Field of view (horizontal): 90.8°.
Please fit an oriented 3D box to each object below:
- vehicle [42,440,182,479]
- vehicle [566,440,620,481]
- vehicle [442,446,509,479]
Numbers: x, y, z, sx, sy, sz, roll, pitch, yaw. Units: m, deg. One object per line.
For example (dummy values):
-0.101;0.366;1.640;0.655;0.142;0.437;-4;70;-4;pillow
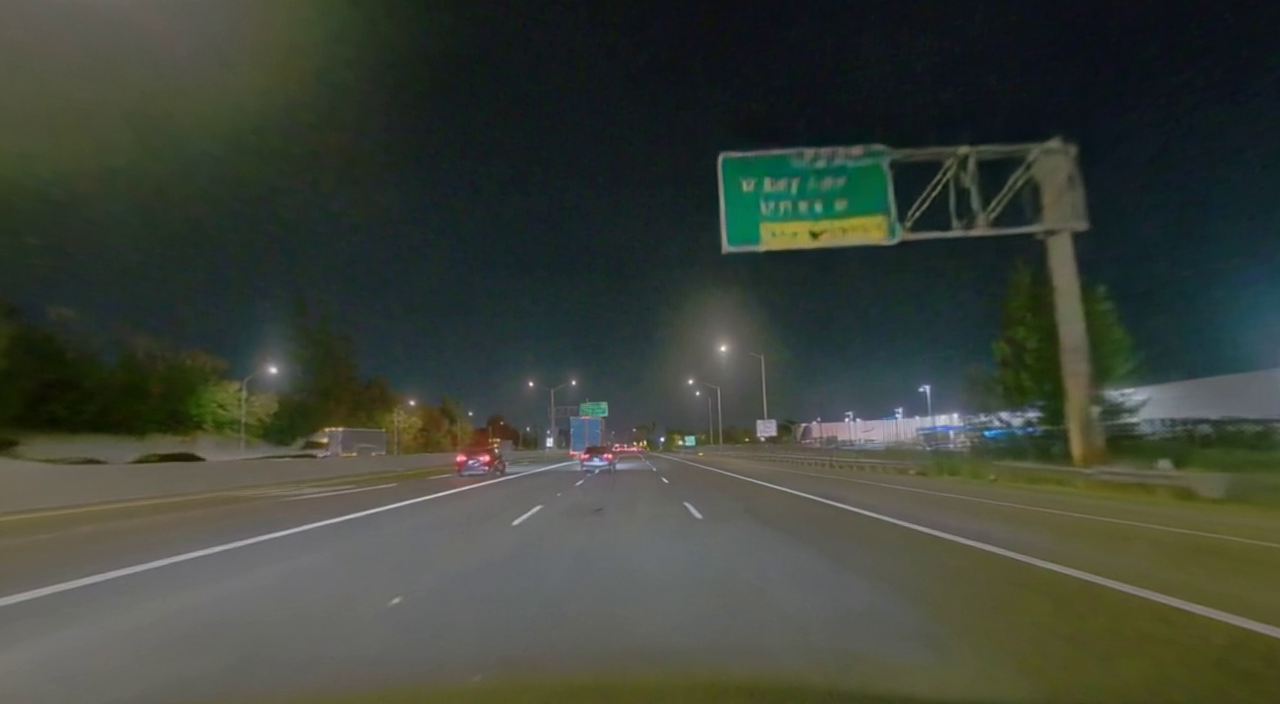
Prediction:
-23.182;4.742;28.061;2.022;1.562;4.859;0;-9;0;vehicle
-1.996;4.758;28.008;2.033;1.669;4.112;0;-9;1;vehicle
-7.794;5.252;30.344;2.026;1.477;4.467;0;-9;0;vehicle
